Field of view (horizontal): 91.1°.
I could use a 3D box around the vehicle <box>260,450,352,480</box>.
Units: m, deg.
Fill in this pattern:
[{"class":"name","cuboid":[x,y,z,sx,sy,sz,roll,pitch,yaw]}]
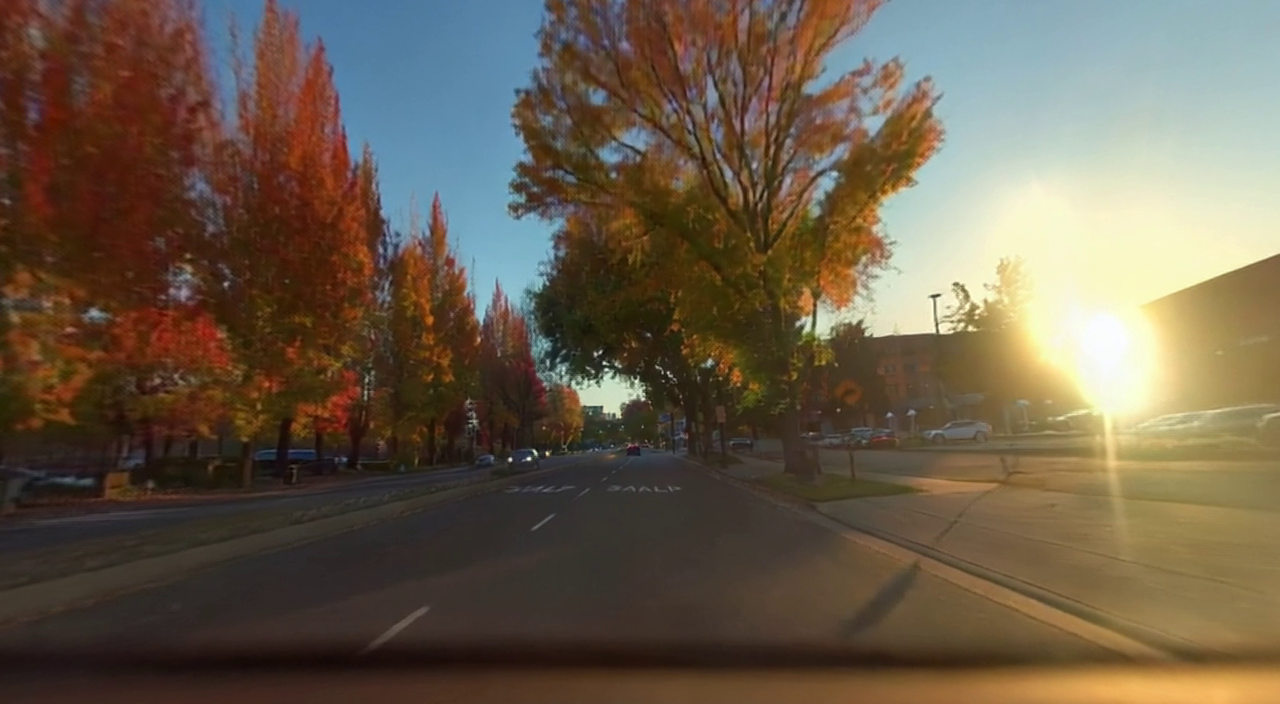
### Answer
[{"class":"vehicle","cuboid":[-23.228,7.852,43.822,5.144,1.980,2.262,-1,-9,6]}]
